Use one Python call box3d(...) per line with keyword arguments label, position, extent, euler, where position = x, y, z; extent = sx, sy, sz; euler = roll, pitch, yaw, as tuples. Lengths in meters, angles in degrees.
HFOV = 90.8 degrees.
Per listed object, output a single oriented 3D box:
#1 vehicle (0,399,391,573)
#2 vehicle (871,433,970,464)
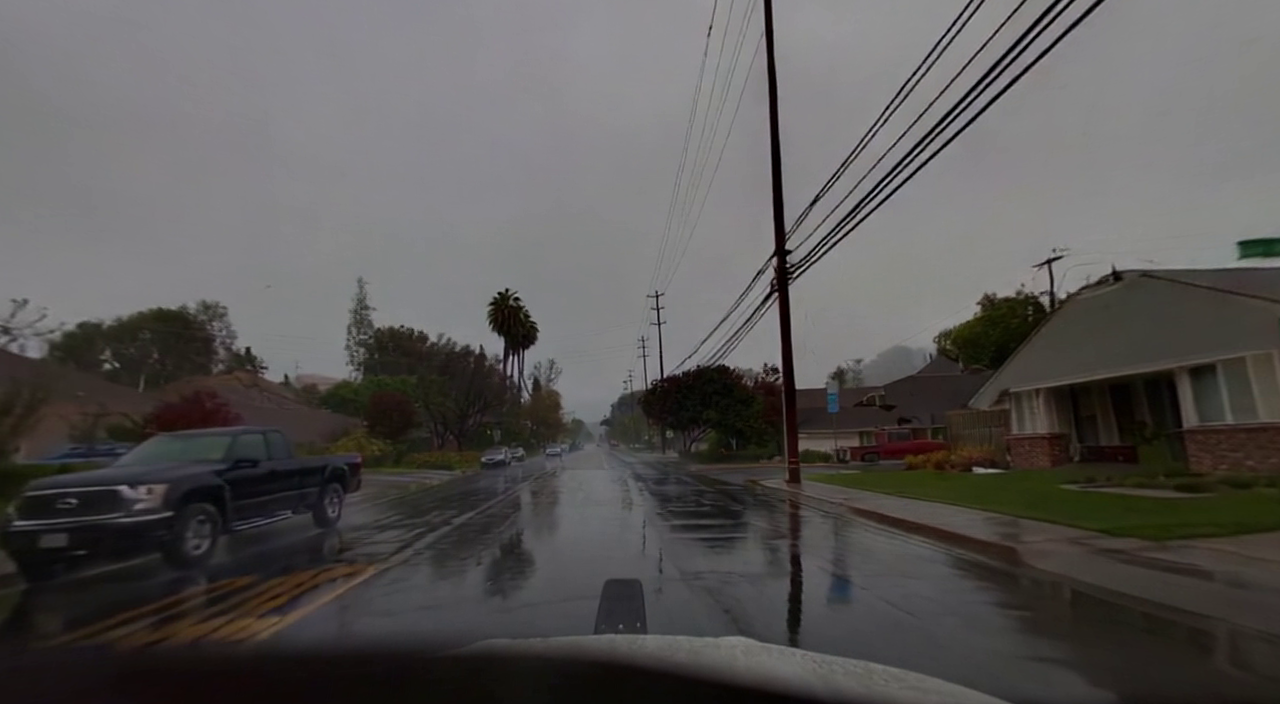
box3d(label="vehicle", position=(-6.548, 2.043, 10.668), extent=(2.455, 2.045, 6.171), euler=(0, -8, -3))
box3d(label="vehicle", position=(15.211, 5.245, 34.406), extent=(4.381, 1.645, 2.013), euler=(0, -8, -3))
